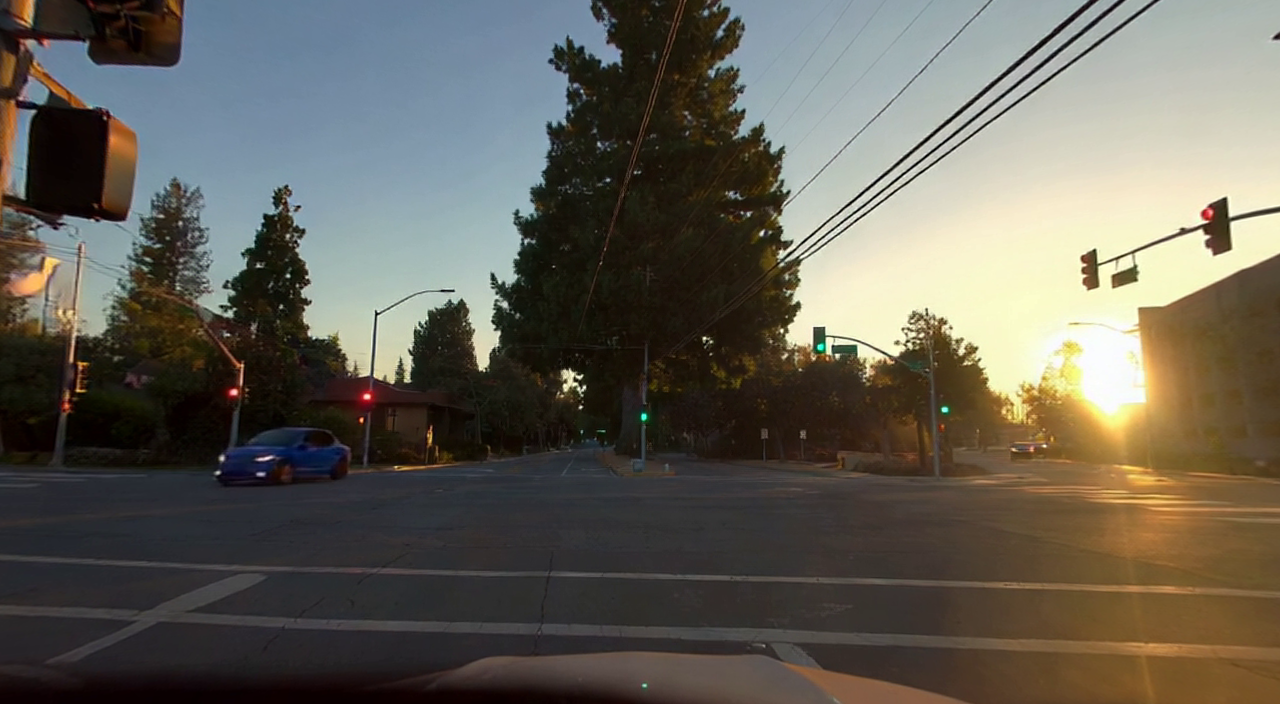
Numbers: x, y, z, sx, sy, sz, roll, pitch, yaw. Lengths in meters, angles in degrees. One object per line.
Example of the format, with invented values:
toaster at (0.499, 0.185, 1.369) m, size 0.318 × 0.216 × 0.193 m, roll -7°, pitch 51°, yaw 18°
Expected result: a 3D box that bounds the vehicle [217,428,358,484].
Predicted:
vehicle at (-12.700, 3.772, 23.221) m, size 2.238 × 1.827 × 5.007 m, roll 0°, pitch -8°, yaw 0°
